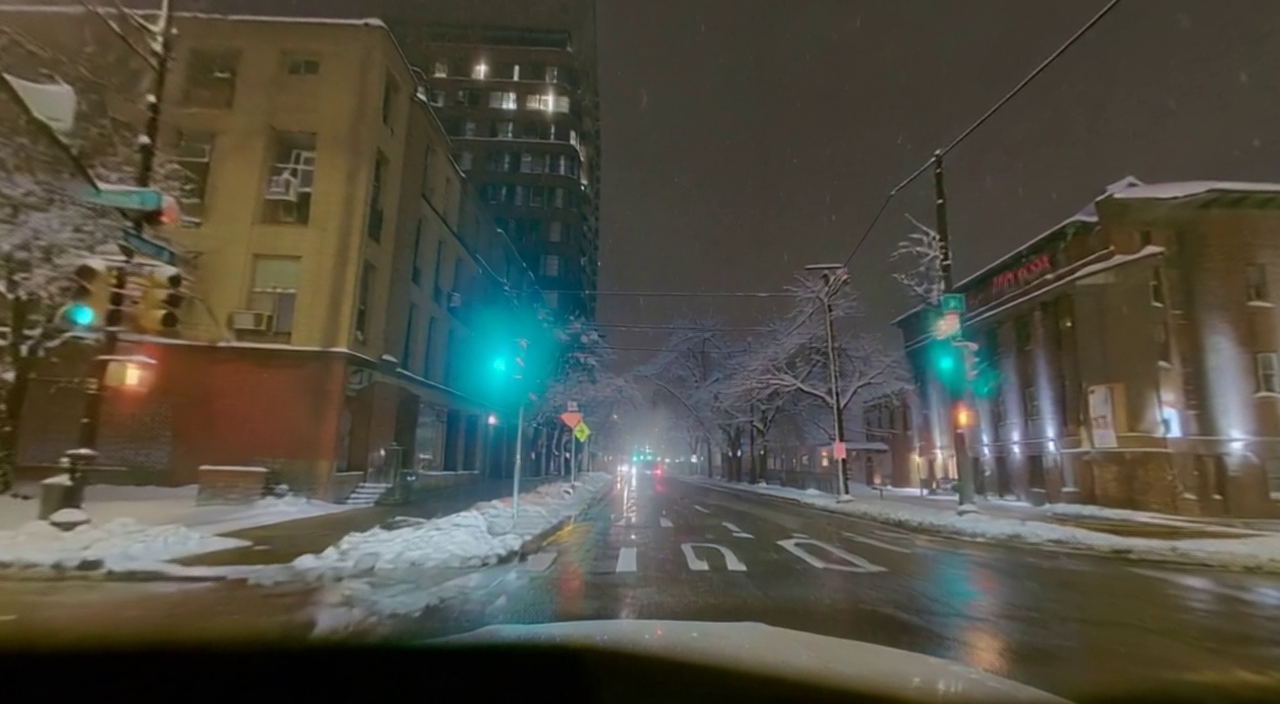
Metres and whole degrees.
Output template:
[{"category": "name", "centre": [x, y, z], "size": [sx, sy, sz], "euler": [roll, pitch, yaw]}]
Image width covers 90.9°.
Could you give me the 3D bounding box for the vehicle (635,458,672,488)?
[{"category": "vehicle", "centre": [0.770, 7.081, 37.113], "size": [2.079, 1.621, 3.861], "euler": [0, -9, 0]}]
